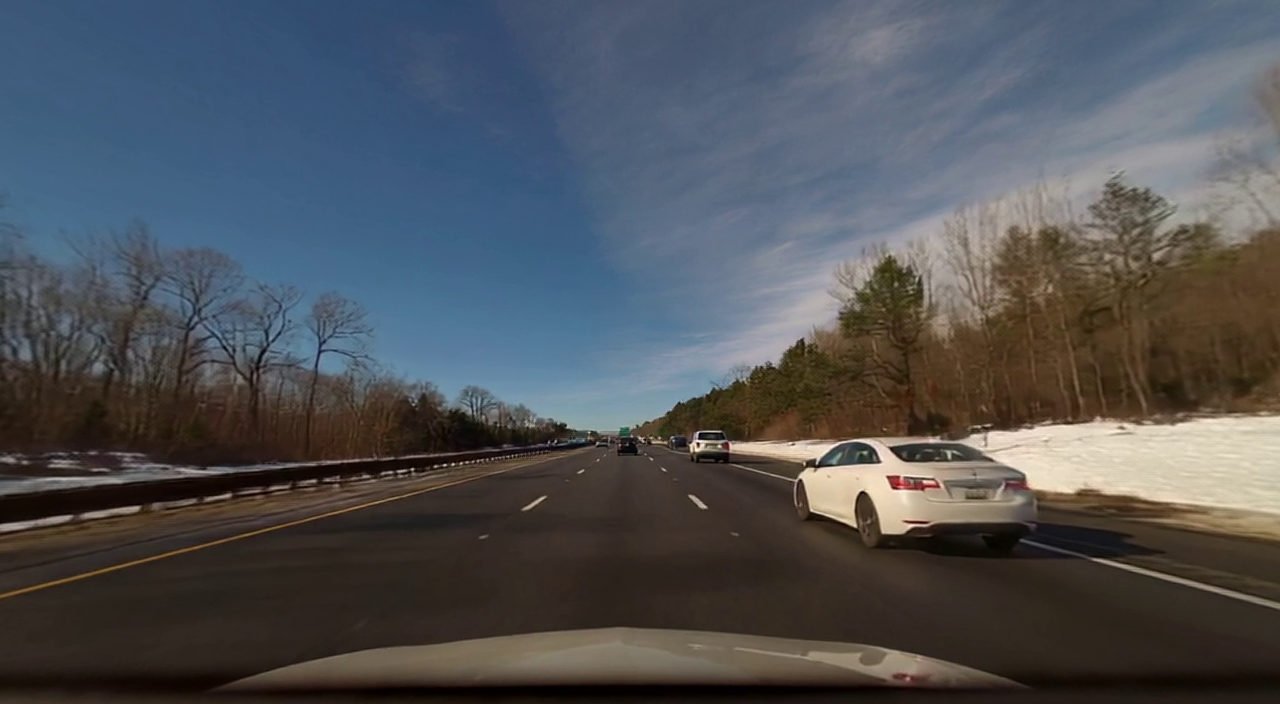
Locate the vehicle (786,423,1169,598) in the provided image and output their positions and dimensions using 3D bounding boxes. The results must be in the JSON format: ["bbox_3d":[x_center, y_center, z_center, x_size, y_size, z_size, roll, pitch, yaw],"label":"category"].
[{"bbox_3d":[3.458,1.683,7.792,2.056,1.479,4.660,0,-8,-2],"label":"vehicle"}]

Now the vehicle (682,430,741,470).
[{"bbox_3d":[3.201,4.498,29.077,2.098,1.677,4.275,0,-8,-2],"label":"vehicle"}]
